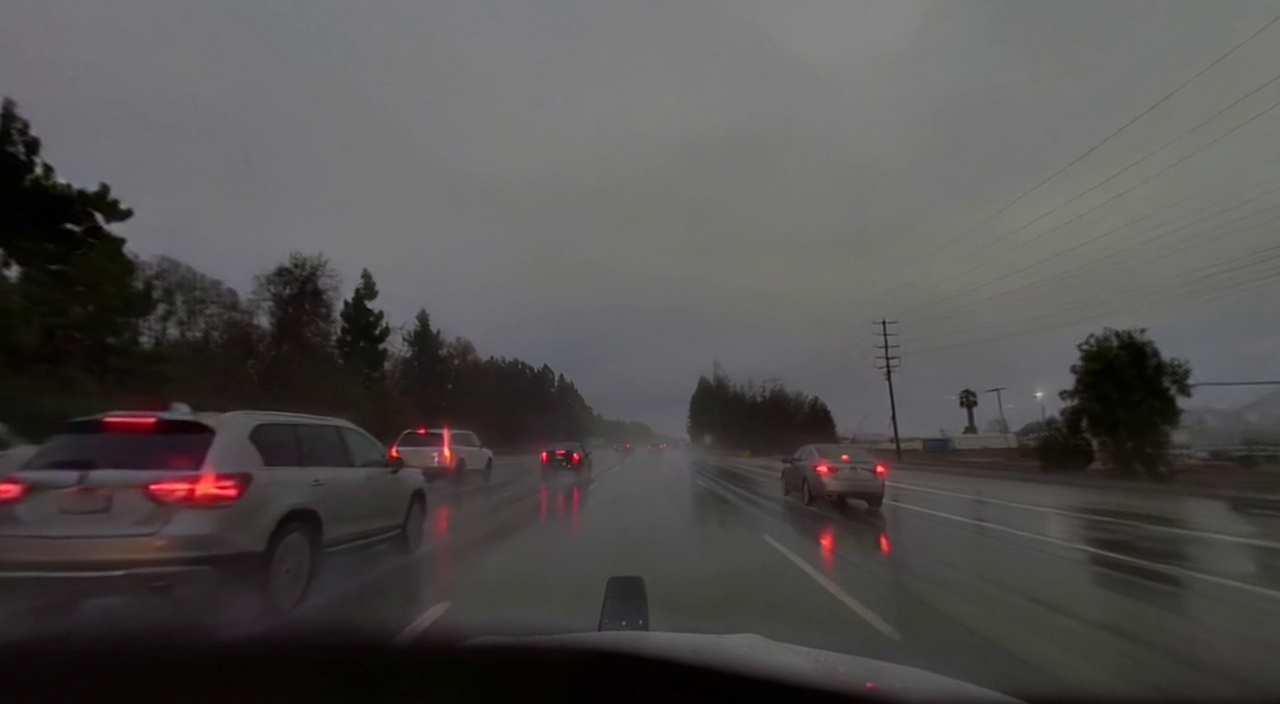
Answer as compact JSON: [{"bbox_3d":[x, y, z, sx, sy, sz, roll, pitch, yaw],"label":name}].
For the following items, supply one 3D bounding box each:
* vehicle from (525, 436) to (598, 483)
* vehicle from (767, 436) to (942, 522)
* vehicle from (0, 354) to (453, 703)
[{"bbox_3d":[-2.950,4.139,24.624,2.133,1.668,4.505,0,-8,2],"label":"vehicle"},{"bbox_3d":[4.175,2.537,13.277,2.022,1.472,4.678,0,-8,0],"label":"vehicle"},{"bbox_3d":[-3.380,1.220,5.334,2.133,1.775,4.530,0,-8,1],"label":"vehicle"}]
